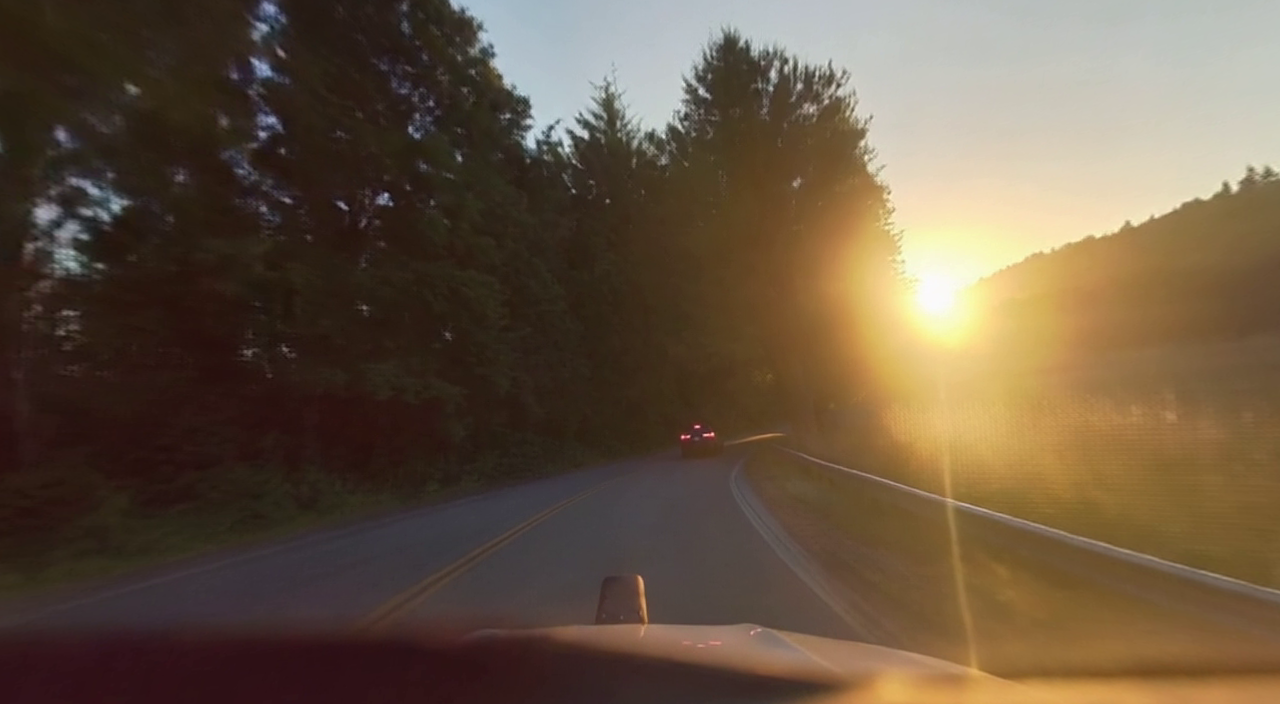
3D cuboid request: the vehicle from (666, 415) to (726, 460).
[{"bbox_3d":[2.922,4.329,31.854,2.469,1.953,5.605,-5,-9,9],"label":"vehicle"}]
